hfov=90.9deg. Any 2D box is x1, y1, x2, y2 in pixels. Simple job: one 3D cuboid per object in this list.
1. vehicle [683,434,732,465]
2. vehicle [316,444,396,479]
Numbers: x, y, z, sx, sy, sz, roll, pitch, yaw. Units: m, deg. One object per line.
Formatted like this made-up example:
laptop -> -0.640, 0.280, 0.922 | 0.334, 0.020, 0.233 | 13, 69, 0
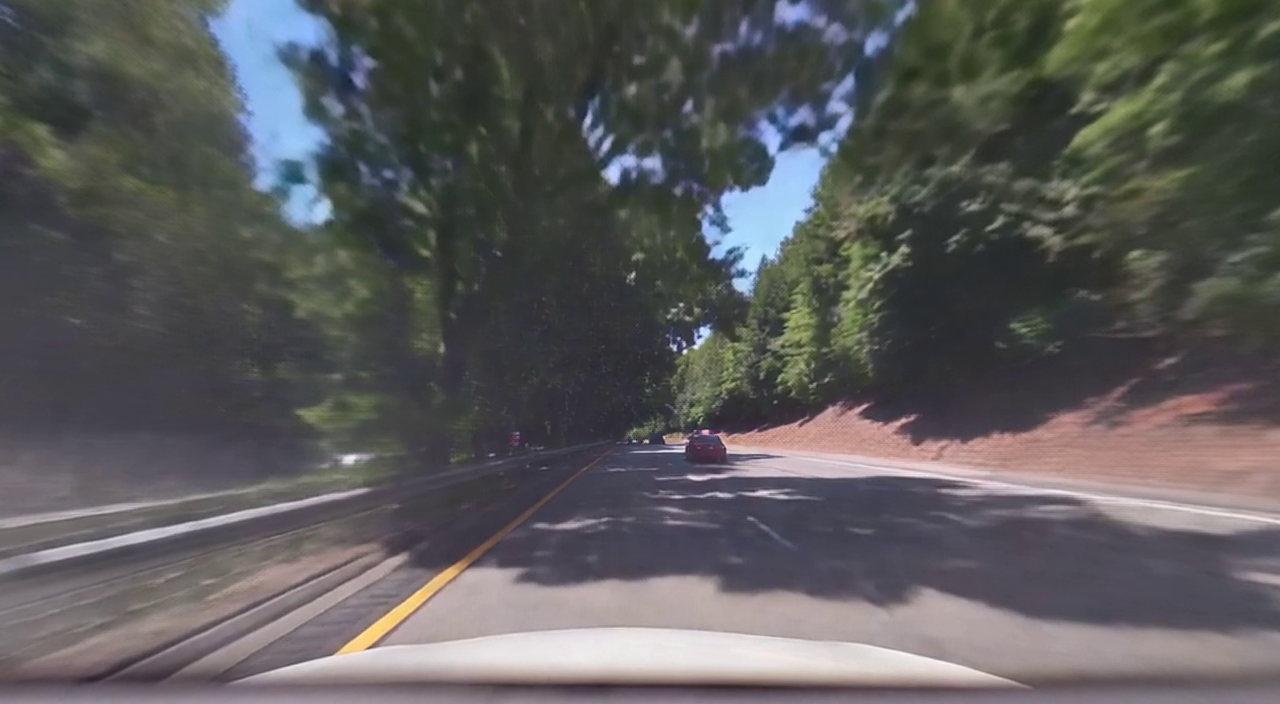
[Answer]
vehicle -> 3.428, 5.031, 32.844 | 2.017, 1.502, 4.369 | 0, -8, -1
vehicle -> -13.324, 5.115, 29.870 | 1.844, 1.473, 4.408 | 0, -8, -1
